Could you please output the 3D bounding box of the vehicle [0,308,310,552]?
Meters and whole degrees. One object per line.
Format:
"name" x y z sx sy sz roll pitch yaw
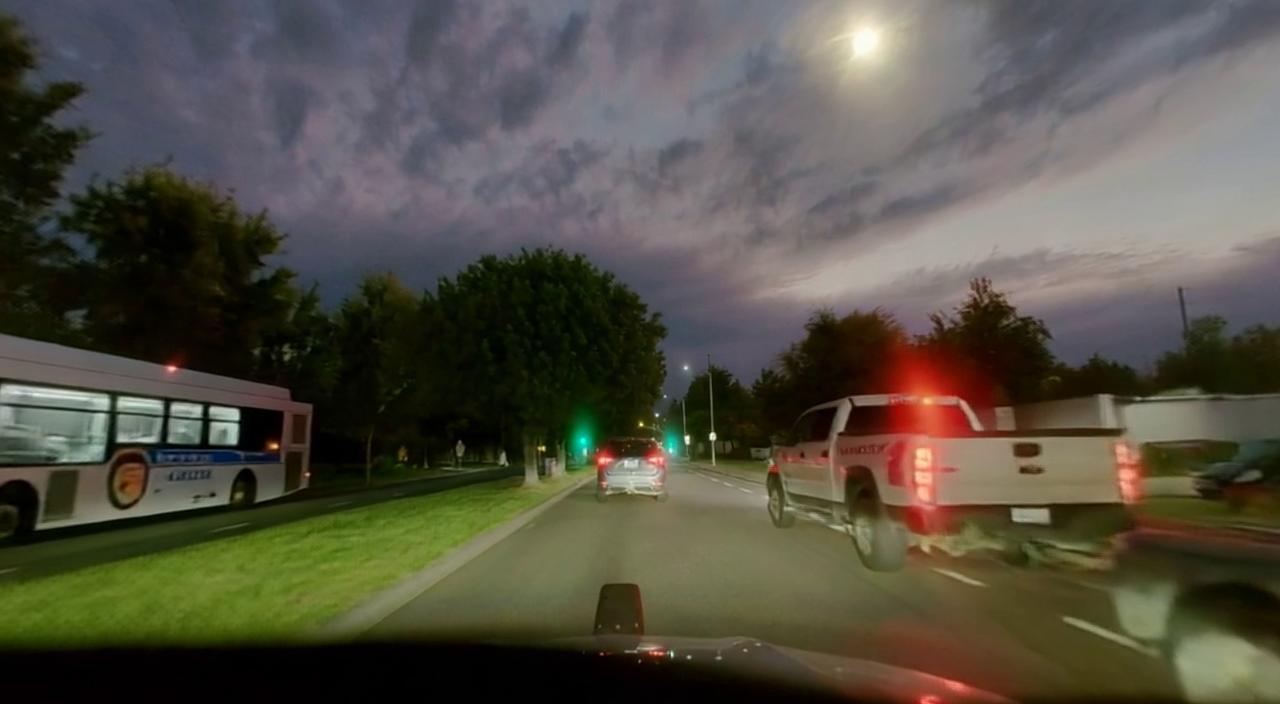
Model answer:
"vehicle" -12.229 1.844 14.150 2.996 4.022 12.692 0 -9 -1

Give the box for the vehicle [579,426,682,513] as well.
"vehicle" -0.188 2.914 16.249 2.157 1.816 5.804 0 -9 0

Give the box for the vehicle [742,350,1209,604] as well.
"vehicle" 3.672 1.691 9.616 2.802 2.303 7.582 0 -9 -1
